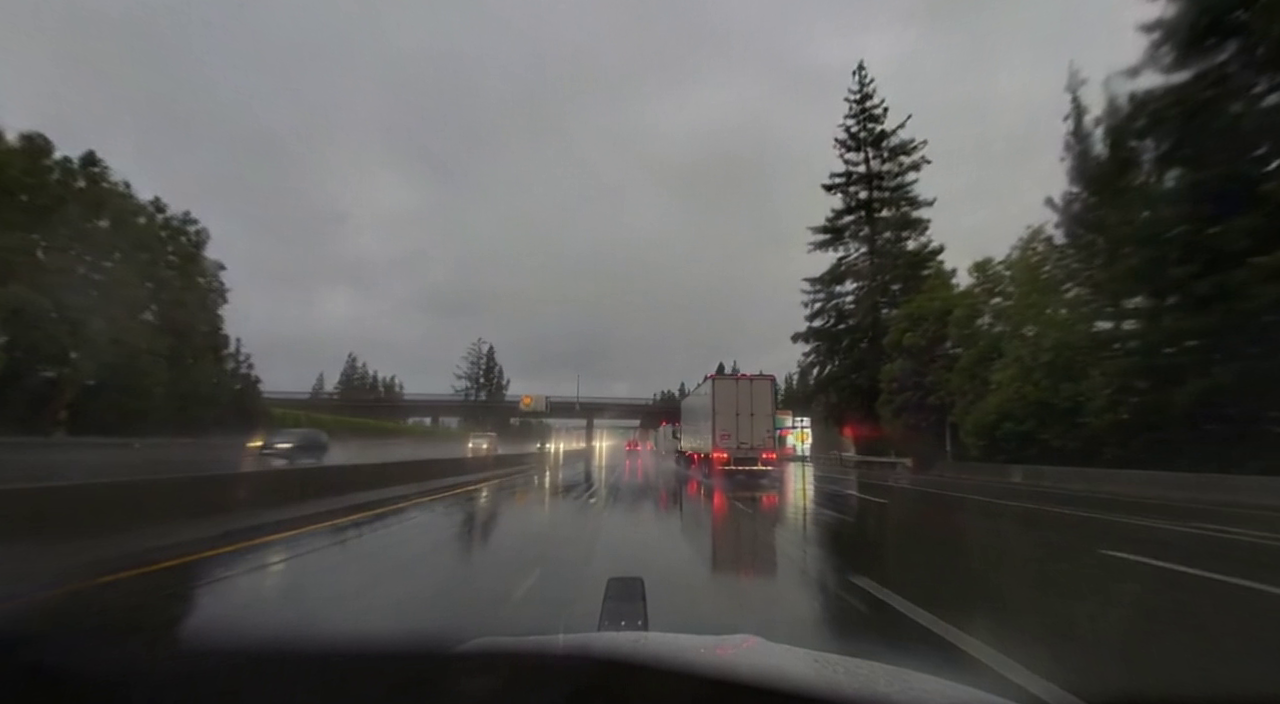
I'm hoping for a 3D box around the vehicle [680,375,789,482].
[{"bbox_3d":[3.972,3.885,30.603,2.922,3.987,14.038,0,-9,-1],"label":"vehicle"}]

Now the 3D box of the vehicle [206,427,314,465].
[{"bbox_3d":[-16.088,4.018,26.994,1.842,1.493,4.429,0,-9,0],"label":"vehicle"}]
